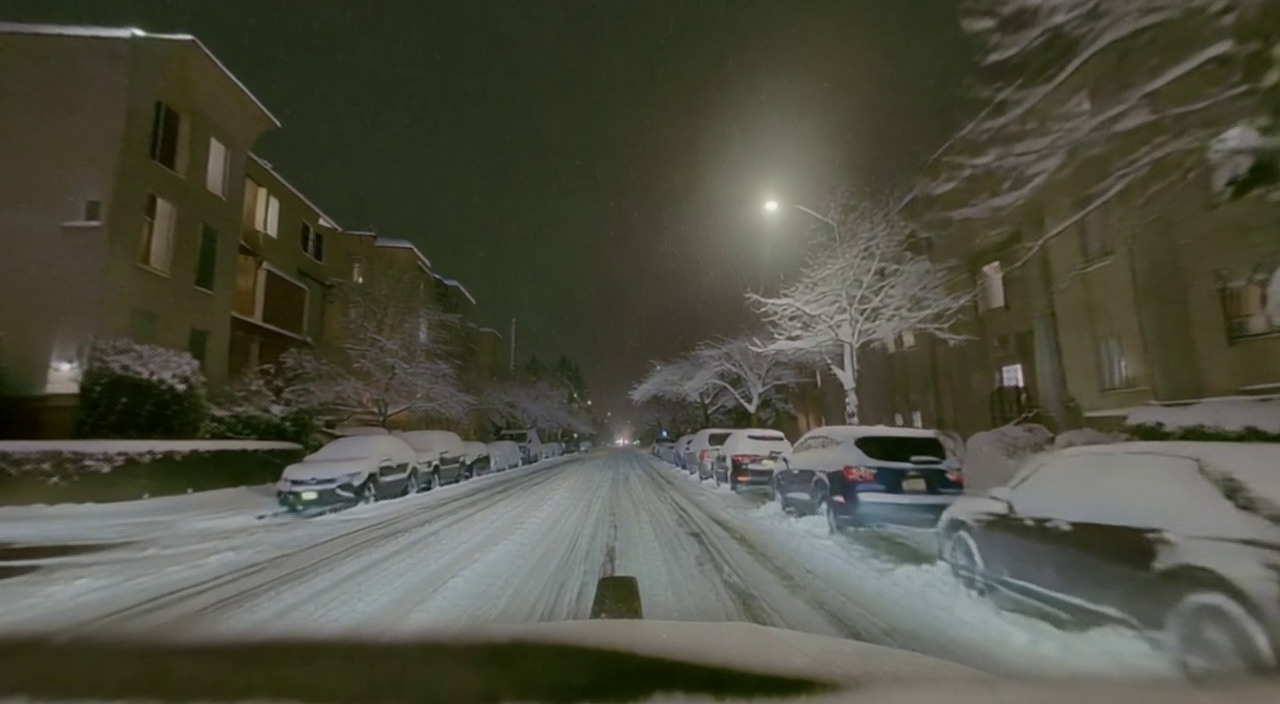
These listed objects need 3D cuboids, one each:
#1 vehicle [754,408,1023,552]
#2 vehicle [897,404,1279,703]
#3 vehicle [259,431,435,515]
[{"bbox_3d":[3.779,2.119,11.235,2.280,1.850,5.961,0,-9,-1],"label":"vehicle"},{"bbox_3d":[3.742,1.189,4.063,2.050,1.502,4.826,0,-9,-1],"label":"vehicle"},{"bbox_3d":[-7.618,3.255,17.232,2.384,1.781,5.492,-3,-10,-2],"label":"vehicle"}]
